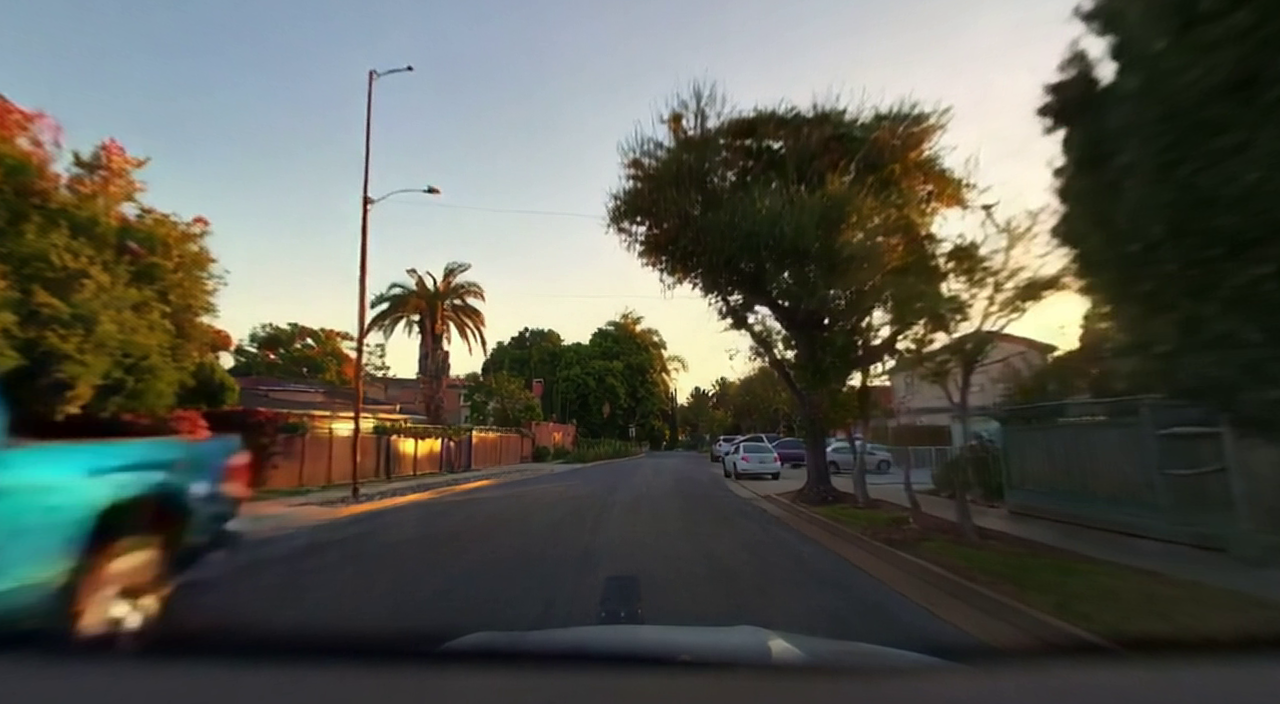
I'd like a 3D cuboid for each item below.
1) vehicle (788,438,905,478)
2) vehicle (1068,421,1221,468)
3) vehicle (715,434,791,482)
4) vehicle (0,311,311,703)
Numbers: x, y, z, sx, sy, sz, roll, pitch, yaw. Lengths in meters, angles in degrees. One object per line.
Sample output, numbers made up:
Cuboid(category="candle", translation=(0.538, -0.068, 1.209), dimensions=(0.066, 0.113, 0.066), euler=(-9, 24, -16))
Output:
Cuboid(category="vehicle", translation=(8.293, 4.255, 25.619), dimensions=(4.057, 1.483, 1.828), euler=(0, -7, -2))
Cuboid(category="vehicle", translation=(18.523, 3.397, 23.400), dimensions=(3.903, 1.592, 1.921), euler=(-1, -7, 12))
Cuboid(category="vehicle", translation=(4.228, 4.053, 24.424), dimensions=(2.051, 1.676, 4.497), euler=(0, -8, -1))
Cuboid(category="vehicle", translation=(-4.349, 0.708, 2.508), dimensions=(2.274, 2.008, 6.986), euler=(0, -8, 1))
